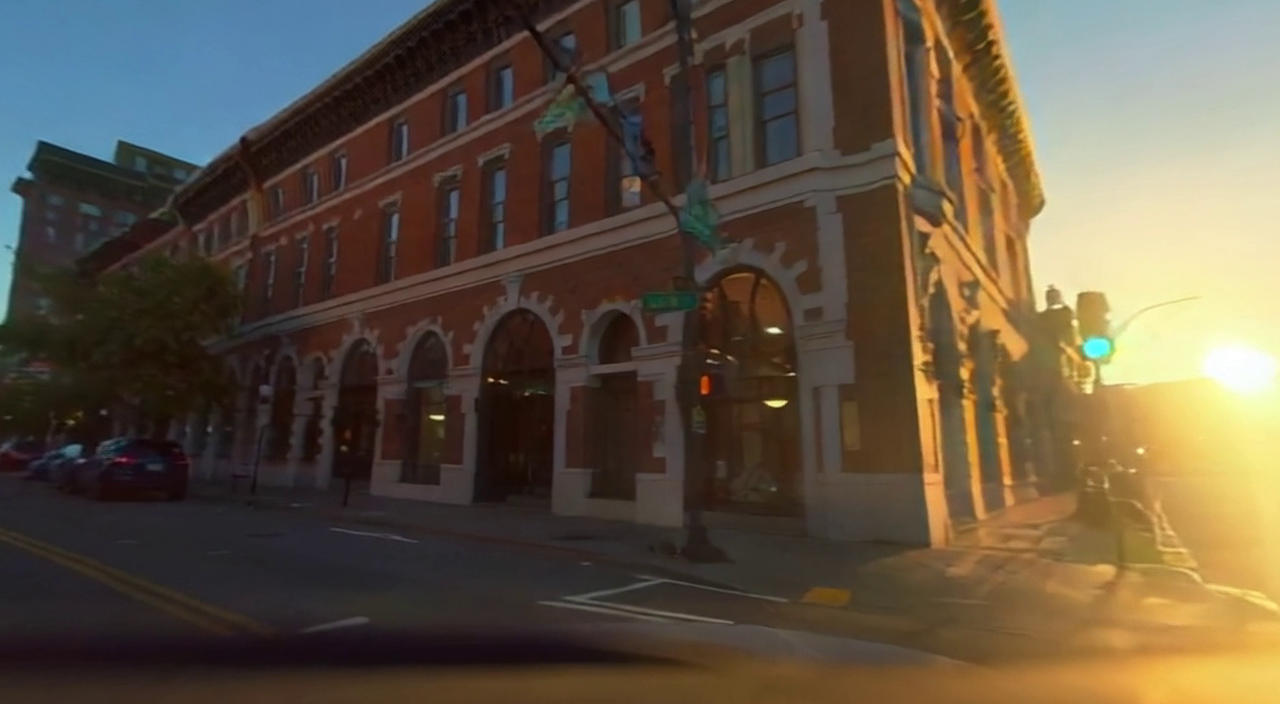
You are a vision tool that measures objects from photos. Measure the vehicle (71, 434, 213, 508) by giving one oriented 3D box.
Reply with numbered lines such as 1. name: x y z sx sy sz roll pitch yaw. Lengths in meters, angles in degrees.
1. vehicle: -14.154 3.290 17.833 4.518 1.804 1.953 -7 -11 37
